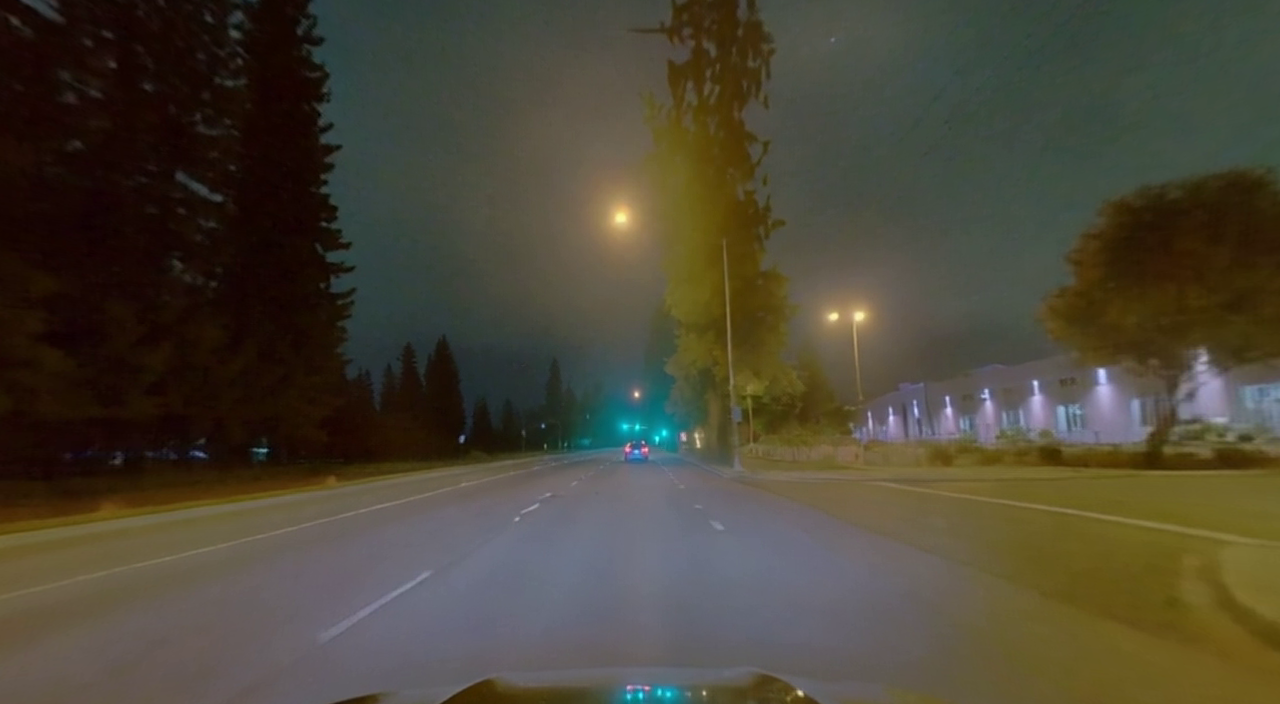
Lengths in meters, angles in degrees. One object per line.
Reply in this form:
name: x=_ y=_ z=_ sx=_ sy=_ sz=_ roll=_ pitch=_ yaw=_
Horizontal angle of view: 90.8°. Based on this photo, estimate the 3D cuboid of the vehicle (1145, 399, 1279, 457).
vehicle: x=46.361 y=5.616 z=46.815 sx=14.828 sy=4.062 sz=2.936 roll=-1 pitch=-8 yaw=2
